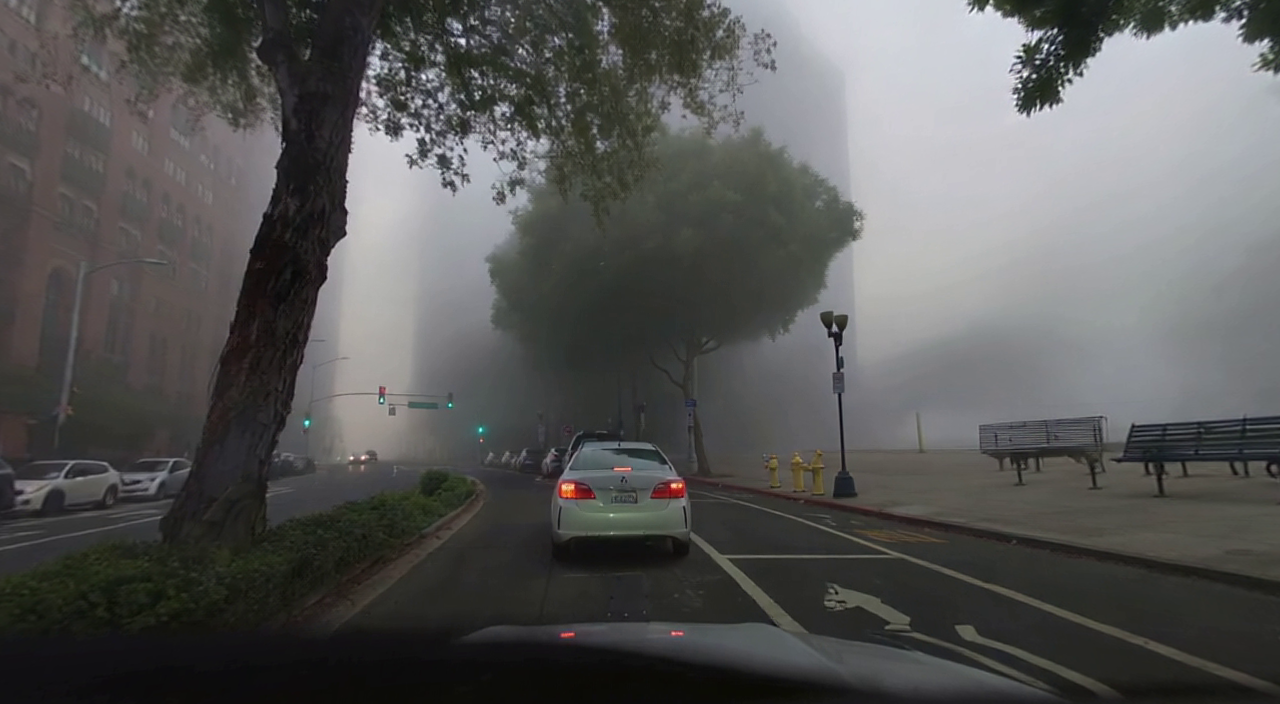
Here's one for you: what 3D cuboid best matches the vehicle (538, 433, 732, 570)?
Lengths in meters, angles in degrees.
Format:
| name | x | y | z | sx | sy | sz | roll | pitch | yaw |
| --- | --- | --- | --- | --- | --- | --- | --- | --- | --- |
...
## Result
| name | x | y | z | sx | sy | sz | roll | pitch | yaw |
| --- | --- | --- | --- | --- | --- | --- | --- | --- | --- |
| vehicle | -0.237 | 1.939 | 9.022 | 2.142 | 1.475 | 4.051 | 1 | -8 | -6 |
